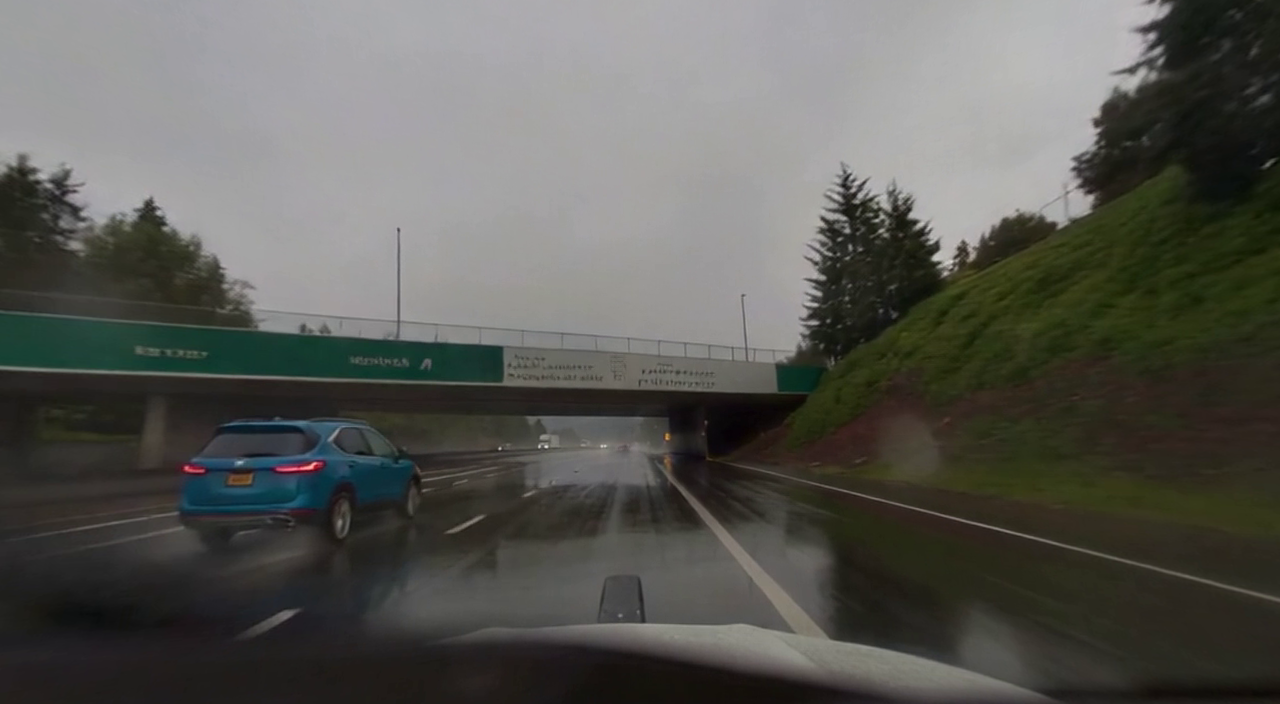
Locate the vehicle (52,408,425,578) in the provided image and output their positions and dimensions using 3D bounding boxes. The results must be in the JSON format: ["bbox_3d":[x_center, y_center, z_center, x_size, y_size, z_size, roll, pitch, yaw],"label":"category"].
[{"bbox_3d":[-4.734,1.703,8.448,2.125,1.662,4.336,0,-8,0],"label":"vehicle"}]
